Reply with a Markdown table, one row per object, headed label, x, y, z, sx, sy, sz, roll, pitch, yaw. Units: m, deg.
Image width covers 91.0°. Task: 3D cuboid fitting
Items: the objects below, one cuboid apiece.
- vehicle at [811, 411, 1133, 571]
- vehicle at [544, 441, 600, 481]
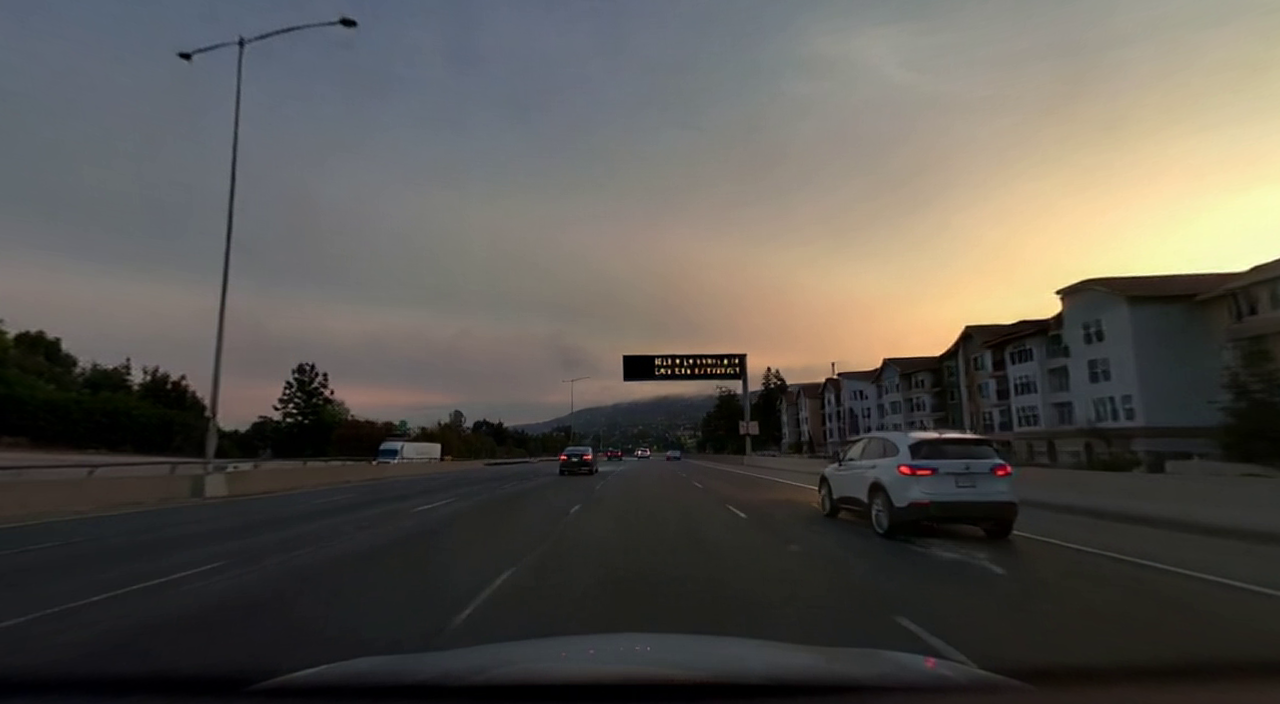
| label | x | y | z | sx | sy | sz | roll | pitch | yaw |
| --- | --- | --- | --- | --- | --- | --- | --- | --- | --- |
| vehicle | 4.284 | 1.875 | 9.282 | 2.170 | 1.733 | 4.631 | 0 | -9 | 0 |
| vehicle | -3.112 | 5.123 | 29.898 | 2.075 | 1.721 | 4.763 | 0 | -9 | 1 |
